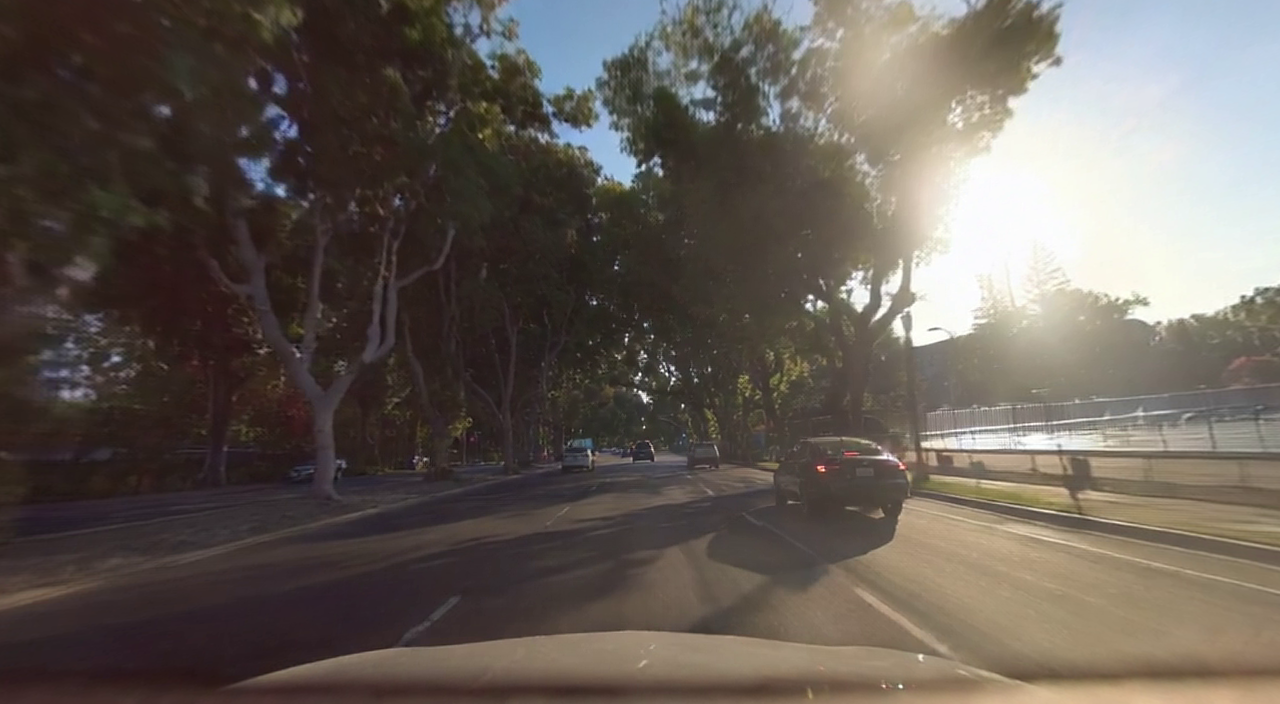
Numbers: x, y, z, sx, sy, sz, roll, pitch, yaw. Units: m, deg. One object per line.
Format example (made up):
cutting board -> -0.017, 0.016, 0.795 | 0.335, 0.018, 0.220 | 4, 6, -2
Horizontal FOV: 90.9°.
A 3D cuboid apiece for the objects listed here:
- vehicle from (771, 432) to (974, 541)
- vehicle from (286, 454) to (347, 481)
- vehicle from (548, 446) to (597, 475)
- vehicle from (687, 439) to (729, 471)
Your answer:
vehicle -> 3.717, 2.214, 11.037 | 1.919, 1.502, 4.232 | 0, -9, 0
vehicle -> -22.455, 7.989, 43.921 | 1.959, 1.733, 4.681 | 1, -9, -3
vehicle -> -3.378, 5.529, 32.316 | 2.013, 1.354, 3.908 | 0, -9, 1
vehicle -> 3.888, 5.974, 36.742 | 1.980, 1.709, 4.367 | 0, -9, 0
